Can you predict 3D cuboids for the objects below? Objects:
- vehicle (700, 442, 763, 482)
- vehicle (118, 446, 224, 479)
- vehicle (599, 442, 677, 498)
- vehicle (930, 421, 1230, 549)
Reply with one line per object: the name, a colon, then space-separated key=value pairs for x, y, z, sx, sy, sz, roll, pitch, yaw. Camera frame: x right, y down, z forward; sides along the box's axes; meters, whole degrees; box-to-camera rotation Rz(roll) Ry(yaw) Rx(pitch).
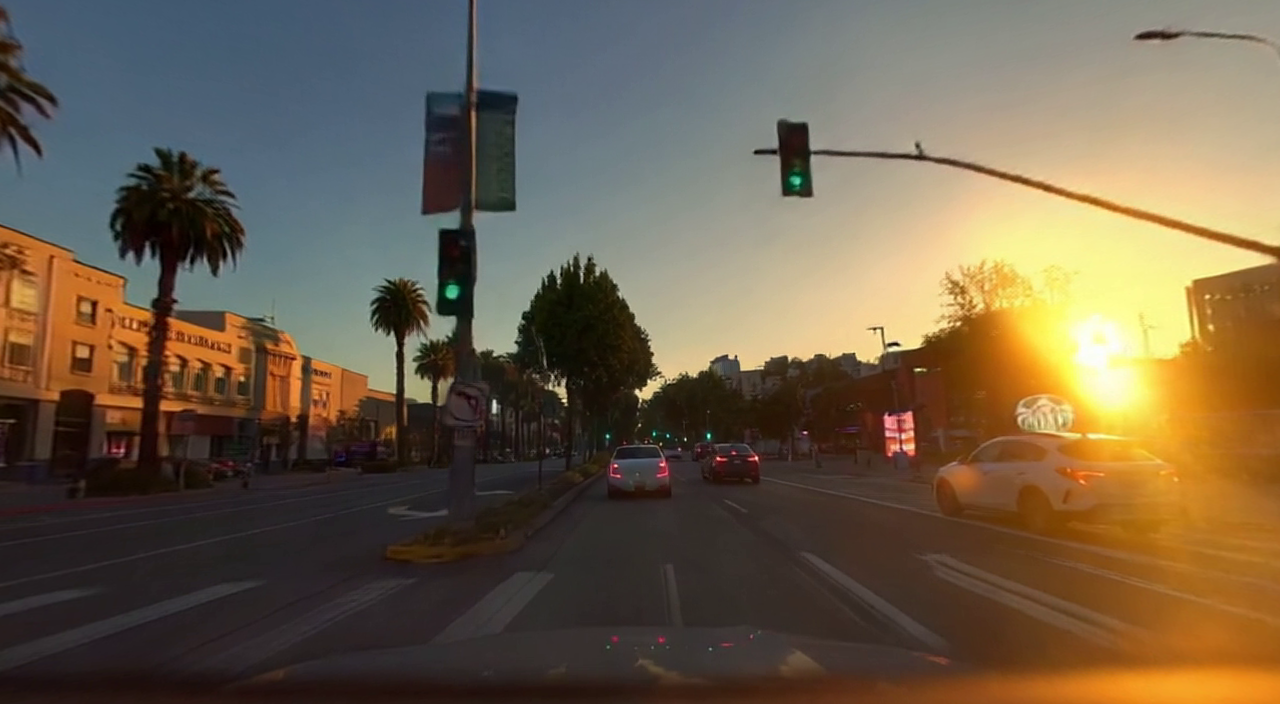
vehicle: x=3.737 y=4.574 z=26.553 sx=1.892 sy=1.532 sz=4.177 roll=0 pitch=-8 yaw=-2
vehicle: x=-30.917 y=7.320 z=41.752 sx=5.230 sy=1.986 sz=2.250 roll=-1 pitch=-11 yaw=3
vehicle: x=-0.069 y=3.502 z=19.123 sx=2.110 sy=1.487 sz=3.873 roll=0 pitch=-8 yaw=0
vehicle: x=6.801 y=2.066 z=10.477 sx=1.940 sy=1.674 sz=4.085 roll=0 pitch=-8 yaw=-1
